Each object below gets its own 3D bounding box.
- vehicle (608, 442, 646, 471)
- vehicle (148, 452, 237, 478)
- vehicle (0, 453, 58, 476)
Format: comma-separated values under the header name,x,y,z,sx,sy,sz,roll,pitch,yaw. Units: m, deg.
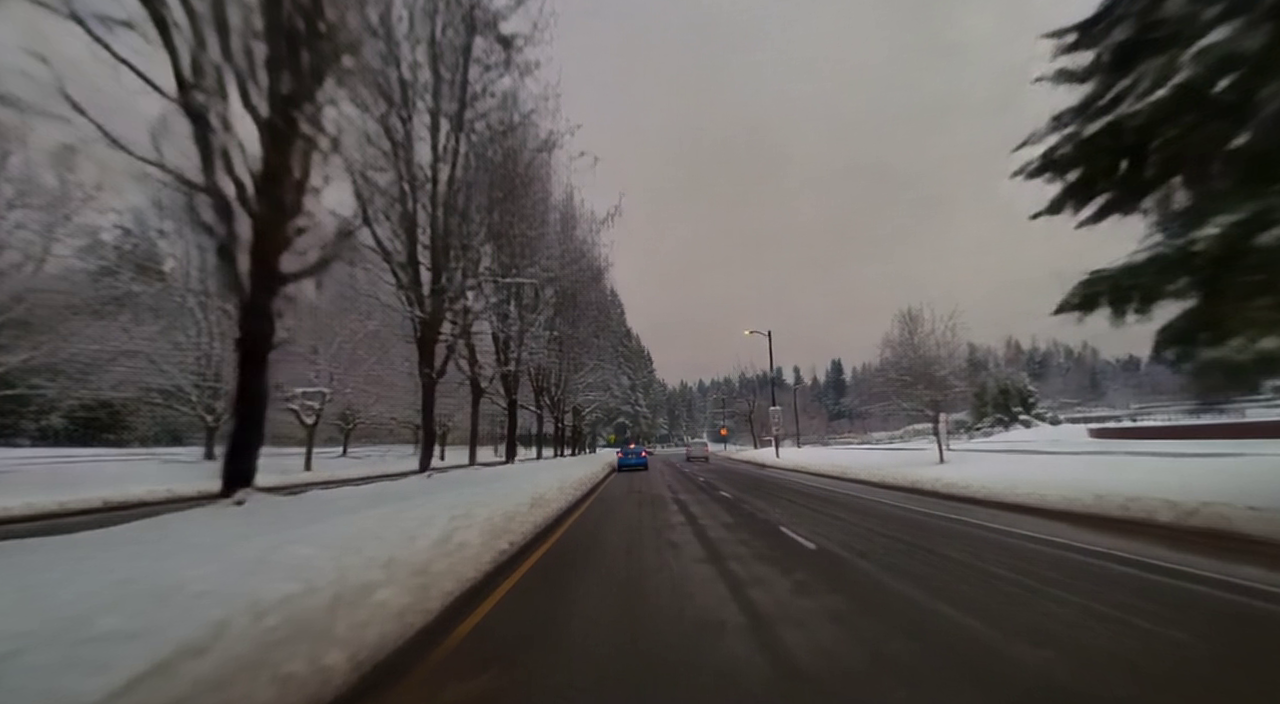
name,x,y,z,sx,sy,sz,roll,pitch,yaw
vehicle,-0.703,5.785,35.264,1.978,1.499,3.915,0,-8,-1
vehicle,-30.238,7.620,42.744,4.577,1.467,1.955,-3,-8,-1
vehicle,-42.804,7.689,43.008,4.272,1.451,1.902,0,-8,-1
